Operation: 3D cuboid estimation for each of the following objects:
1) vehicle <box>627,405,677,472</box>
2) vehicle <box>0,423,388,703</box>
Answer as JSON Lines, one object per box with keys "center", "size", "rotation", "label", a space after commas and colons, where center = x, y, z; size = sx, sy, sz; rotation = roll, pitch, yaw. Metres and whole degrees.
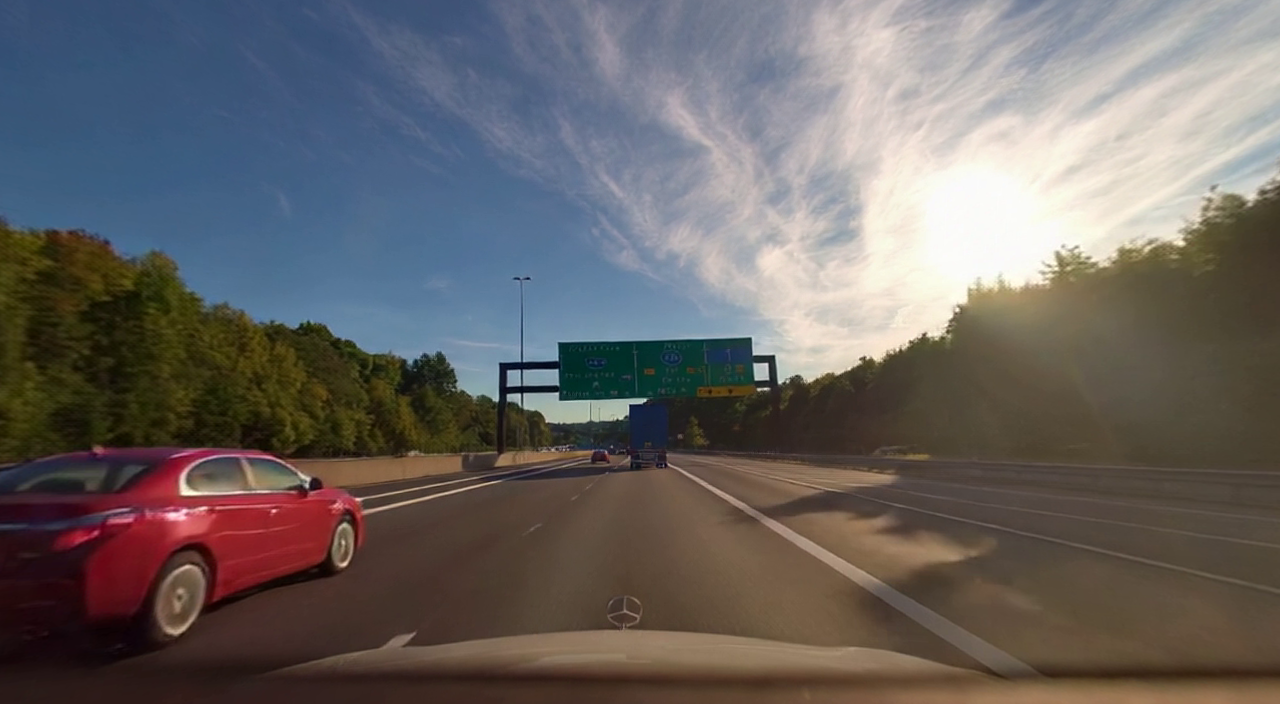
{"center": [0.768, 6.065, 43.650], "size": [3.022, 4.072, 10.318], "rotation": [0, -9, 0], "label": "vehicle"}
{"center": [-3.985, 1.404, 5.188], "size": [1.931, 1.466, 4.458], "rotation": [0, -9, 1], "label": "vehicle"}
